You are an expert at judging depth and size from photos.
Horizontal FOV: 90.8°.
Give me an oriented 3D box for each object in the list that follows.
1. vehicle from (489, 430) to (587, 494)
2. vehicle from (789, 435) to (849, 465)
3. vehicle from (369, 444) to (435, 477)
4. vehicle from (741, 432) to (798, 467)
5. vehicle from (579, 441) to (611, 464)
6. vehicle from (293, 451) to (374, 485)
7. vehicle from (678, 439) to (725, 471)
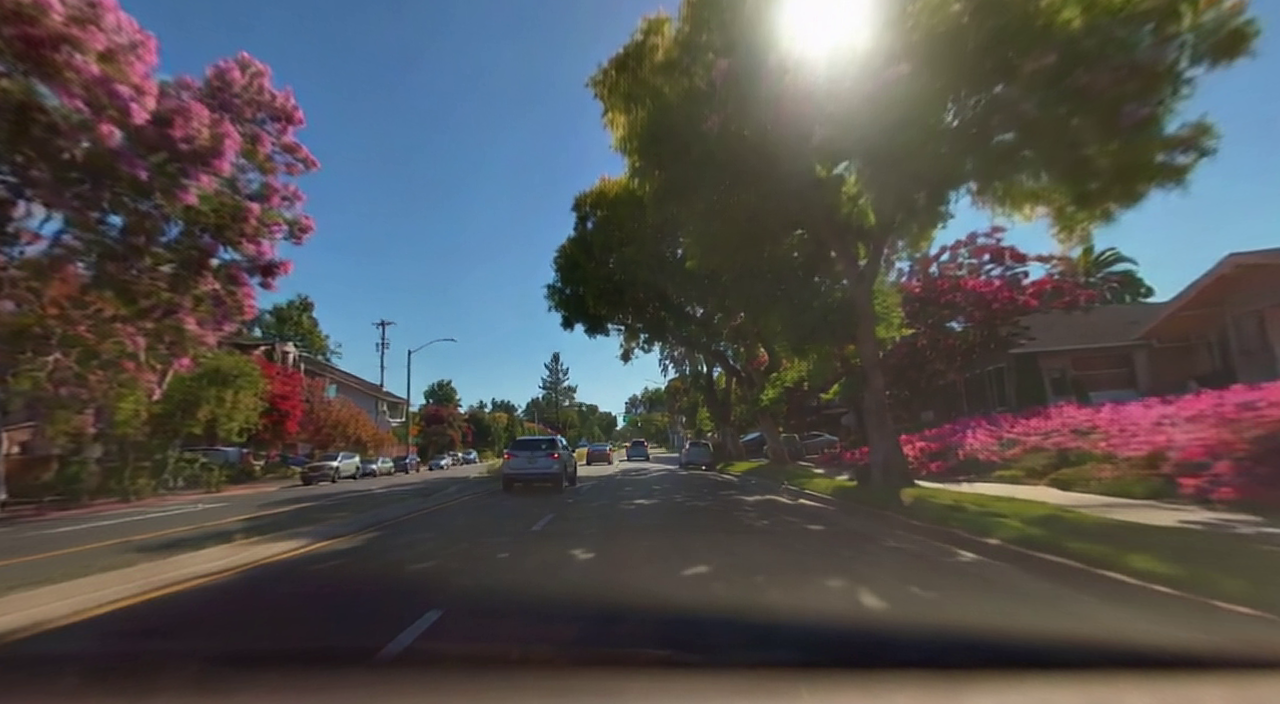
[{"bbox_3d":[-3.106,3.481,20.421,2.257,1.751,5.028,0,-8,1],"label":"vehicle"},{"bbox_3d":[10.147,5.569,36.104,1.777,1.514,4.140,-1,-8,-6],"label":"vehicle"},{"bbox_3d":[-14.174,6.461,37.973,2.123,1.770,4.848,0,-8,-1],"label":"vehicle"},{"bbox_3d":[7.335,5.563,36.280,2.112,1.776,4.555,2,-8,-3],"label":"vehicle"},{"bbox_3d":[-3.348,7.577,47.743,2.167,1.634,4.220,0,-8,0],"label":"vehicle"},{"bbox_3d":[-16.360,6.180,34.059,1.870,1.599,5.022,0,-8,0],"label":"vehicle"},{"bbox_3d":[3.484,5.919,36.500,2.150,1.655,4.739,0,-8,-1],"label":"vehicle"}]
